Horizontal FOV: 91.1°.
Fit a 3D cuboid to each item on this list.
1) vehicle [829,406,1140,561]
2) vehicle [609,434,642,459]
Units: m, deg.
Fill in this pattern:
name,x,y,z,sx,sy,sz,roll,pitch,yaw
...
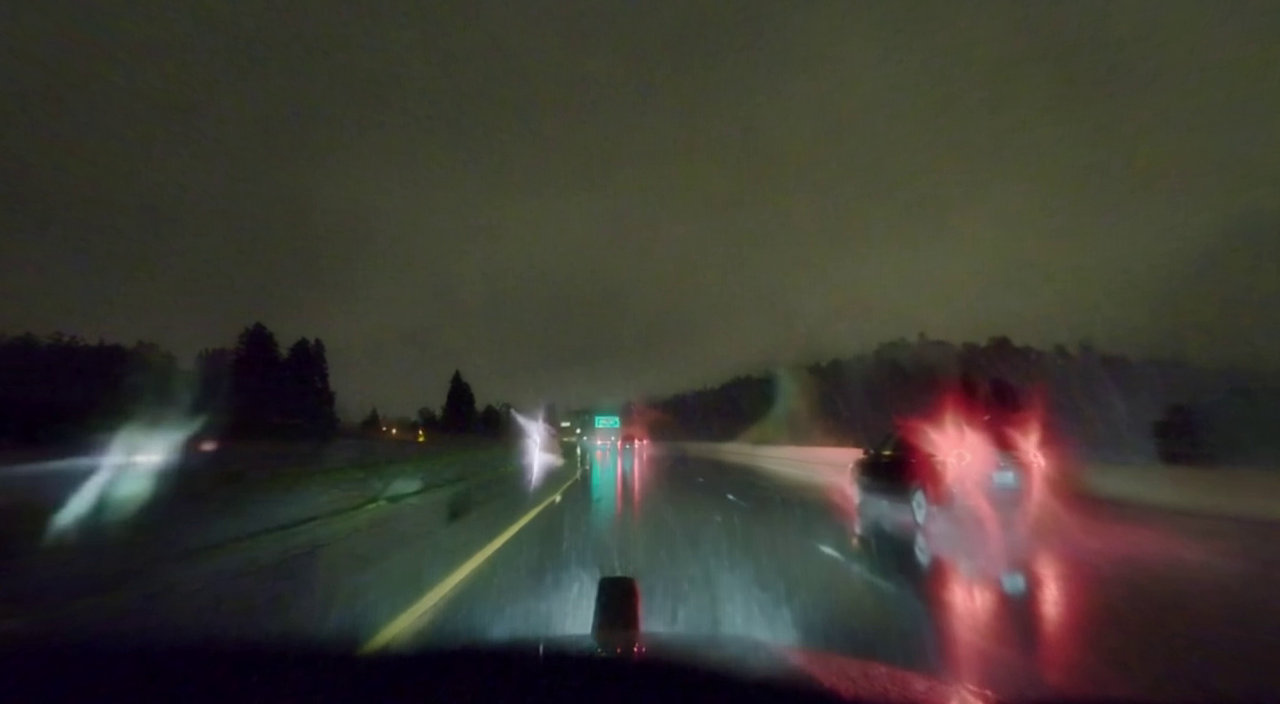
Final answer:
name,x,y,z,sx,sy,sz,roll,pitch,yaw
vehicle,3.973,1.548,8.105,1.852,1.513,3.652,0,-8,-1
vehicle,-0.984,6.101,40.765,1.998,1.512,3.735,0,-8,-3
